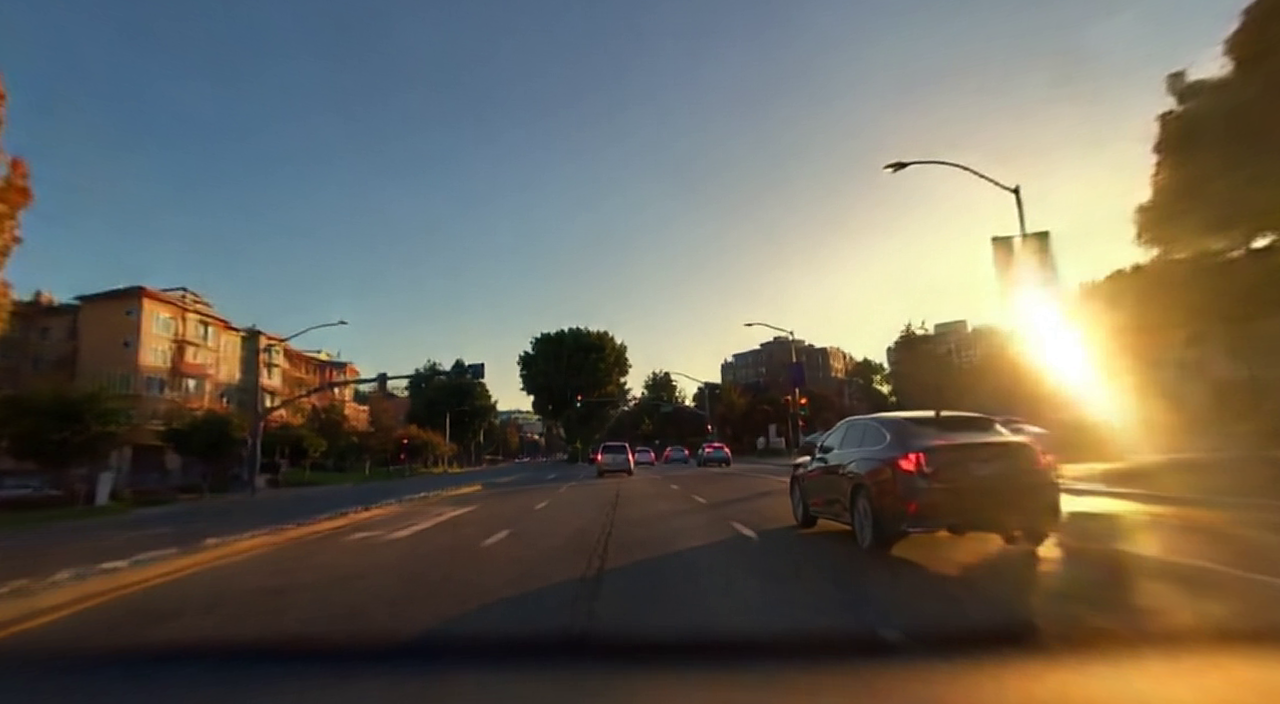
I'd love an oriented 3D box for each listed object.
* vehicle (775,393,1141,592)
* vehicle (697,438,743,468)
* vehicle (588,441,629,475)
[{"bbox_3d":[3.229,1.565,7.788,1.893,1.664,4.670,0,-9,-2],"label":"vehicle"},{"bbox_3d":[5.312,6.820,42.742,2.052,1.886,5.297,0,-9,-4],"label":"vehicle"},{"bbox_3d":[-1.698,5.695,34.019,2.101,1.641,4.341,0,-9,-3],"label":"vehicle"}]
